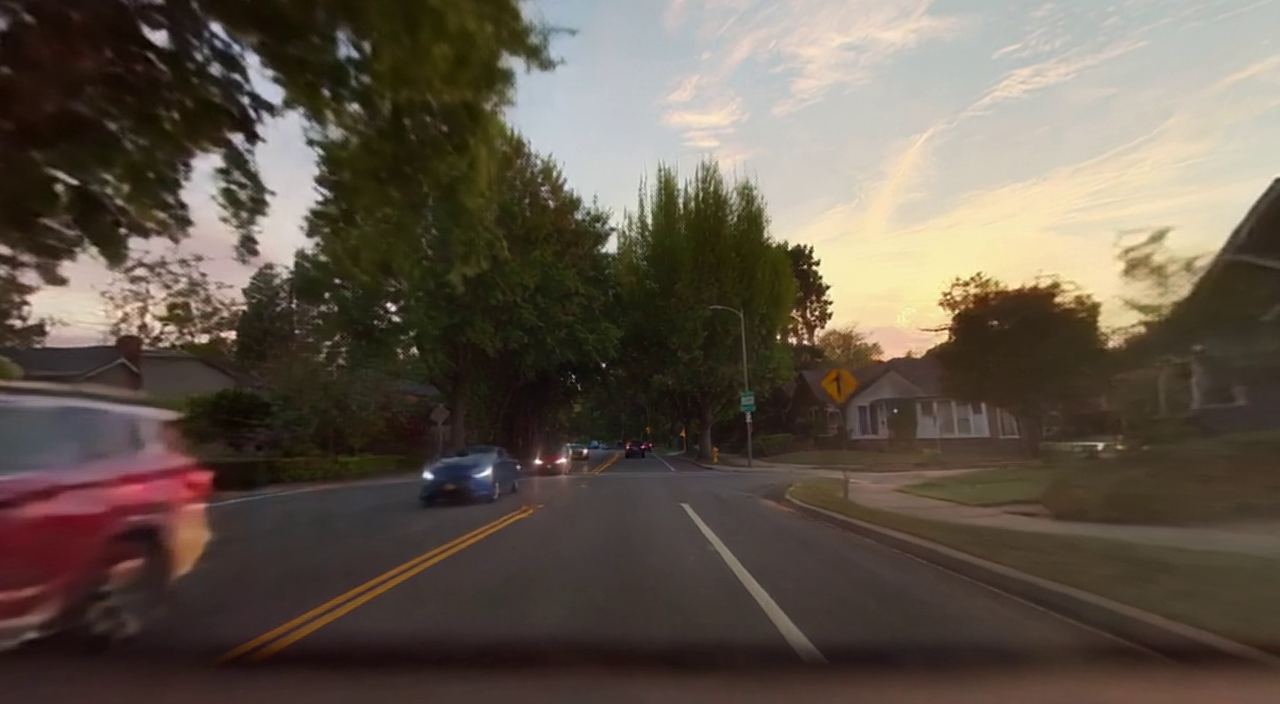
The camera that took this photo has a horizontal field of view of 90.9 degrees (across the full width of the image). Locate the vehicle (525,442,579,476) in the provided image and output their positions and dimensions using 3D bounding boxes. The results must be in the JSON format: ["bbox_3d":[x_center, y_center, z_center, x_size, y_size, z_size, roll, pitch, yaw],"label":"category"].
[{"bbox_3d":[-4.235,5.201,30.948,1.979,1.532,4.212,0,-8,0],"label":"vehicle"}]

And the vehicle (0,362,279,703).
[{"bbox_3d":[-4.400,0.970,3.321,2.134,1.821,4.719,0,-8,0],"label":"vehicle"}]

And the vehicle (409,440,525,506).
[{"bbox_3d":[-4.402,3.123,16.769,1.862,1.491,4.266,0,-8,0],"label":"vehicle"}]
